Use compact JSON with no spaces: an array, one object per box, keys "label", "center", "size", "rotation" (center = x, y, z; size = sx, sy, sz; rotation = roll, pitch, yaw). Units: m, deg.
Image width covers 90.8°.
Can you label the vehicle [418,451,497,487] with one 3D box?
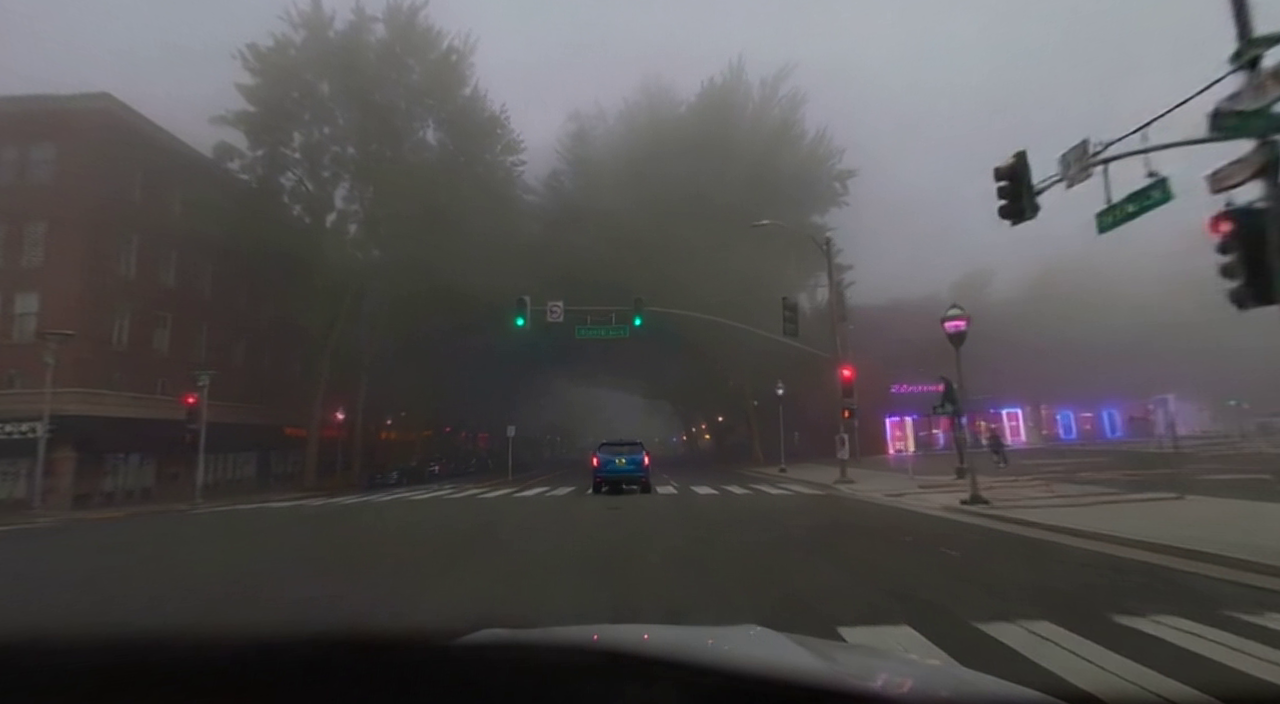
[{"label":"vehicle","center":[-8.234,5.315,29.044],"size":[2.152,1.468,4.737],"rotation":[0,-8,1]}]

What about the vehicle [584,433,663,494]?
[{"label":"vehicle","center":[-0.511,3.691,21.300],"size":[2.382,1.796,4.610],"rotation":[0,-8,0]}]

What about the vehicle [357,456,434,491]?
[{"label":"vehicle","center":[-11.687,5.807,30.544],"size":[1.972,1.475,4.381],"rotation":[0,-8,0]}]
